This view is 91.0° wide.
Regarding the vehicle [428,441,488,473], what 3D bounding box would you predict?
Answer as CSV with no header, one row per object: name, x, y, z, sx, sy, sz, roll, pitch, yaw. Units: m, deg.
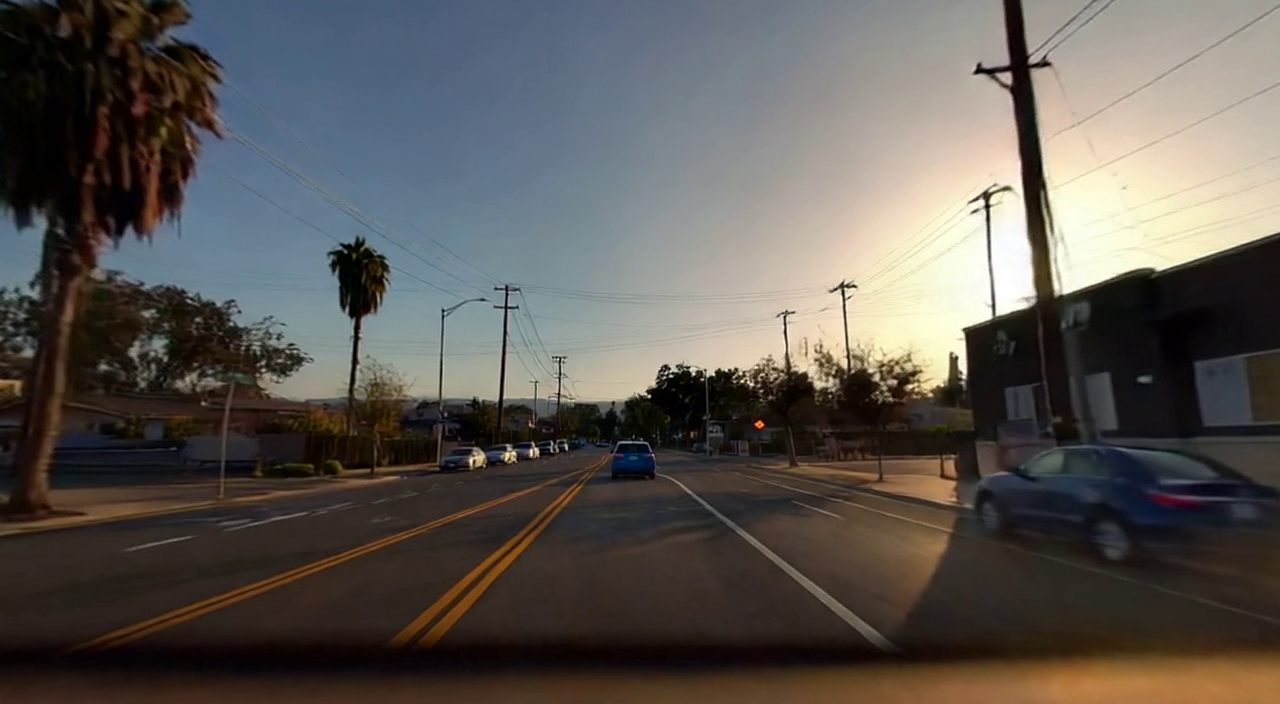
vehicle,-10.339,6.008,36.201,2.075,1.693,4.696,0,-9,-1

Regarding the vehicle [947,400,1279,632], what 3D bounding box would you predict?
vehicle,6.044,1.653,7.399,2.153,1.801,5.163,0,-9,-1

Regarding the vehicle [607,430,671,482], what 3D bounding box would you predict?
vehicle,-0.084,3.999,24.489,2.264,1.798,4.563,0,-9,-1

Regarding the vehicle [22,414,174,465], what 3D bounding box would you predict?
vehicle,-20.701,3.377,24.162,1.911,1.762,4.127,-8,-12,43
